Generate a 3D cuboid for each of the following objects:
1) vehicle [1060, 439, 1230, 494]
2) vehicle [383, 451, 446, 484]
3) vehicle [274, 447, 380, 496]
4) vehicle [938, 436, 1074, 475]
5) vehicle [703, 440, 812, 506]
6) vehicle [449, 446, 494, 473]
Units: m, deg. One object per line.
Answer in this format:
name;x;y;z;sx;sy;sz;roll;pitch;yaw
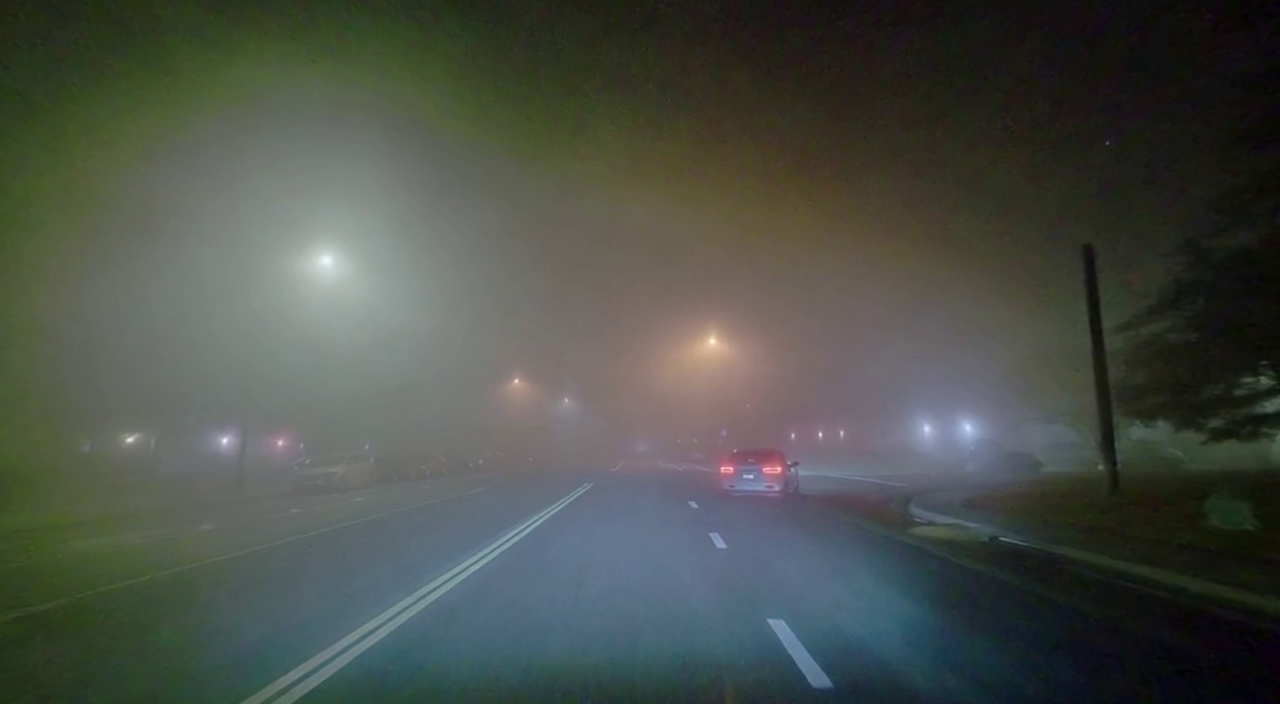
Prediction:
vehicle;18.006;4.128;22.689;4.312;1.426;1.940;-6;-11;-1
vehicle;-12.226;6.255;34.538;1.795;1.472;4.601;-4;-9;-1
vehicle;-12.364;4.708;25.307;1.938;1.754;4.315;0;-9;1
vehicle;18.172;5.166;31.622;5.369;1.857;2.174;0;-9;2
vehicle;3.258;3.094;16.715;2.022;1.471;4.432;-3;-9;21
vehicle;-12.371;7.915;46.653;1.988;1.741;4.379;-5;-9;0
